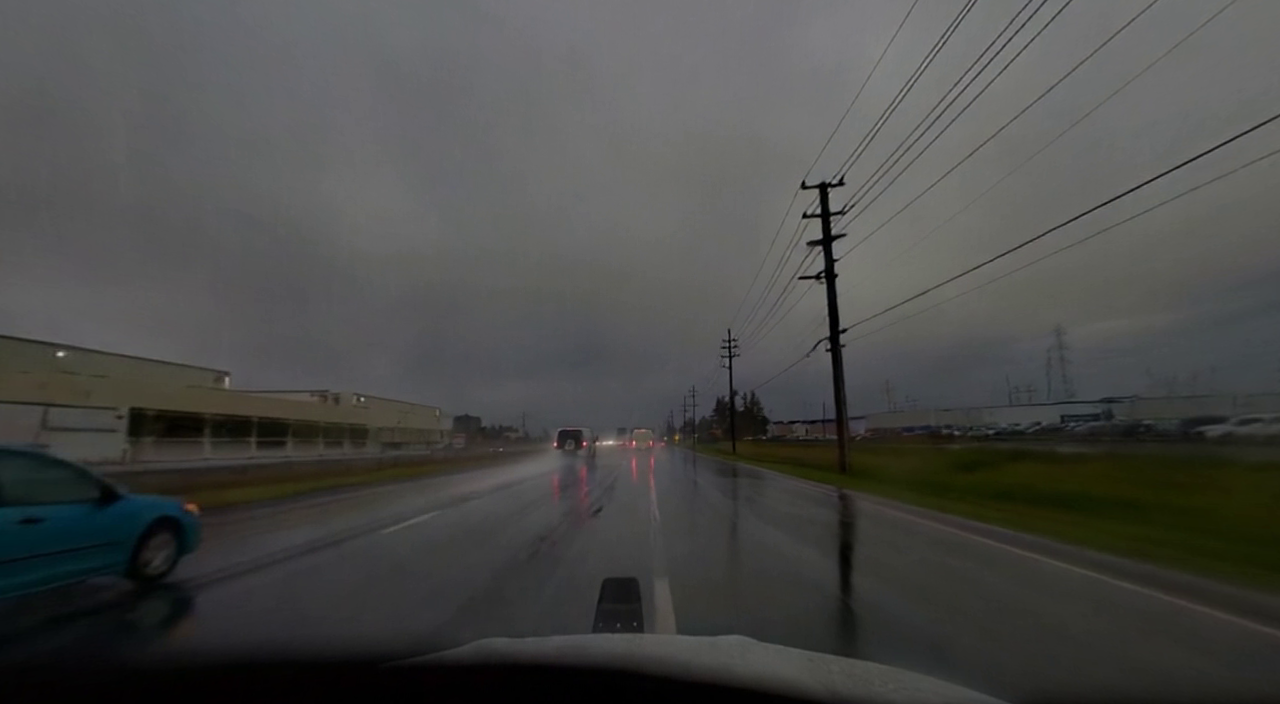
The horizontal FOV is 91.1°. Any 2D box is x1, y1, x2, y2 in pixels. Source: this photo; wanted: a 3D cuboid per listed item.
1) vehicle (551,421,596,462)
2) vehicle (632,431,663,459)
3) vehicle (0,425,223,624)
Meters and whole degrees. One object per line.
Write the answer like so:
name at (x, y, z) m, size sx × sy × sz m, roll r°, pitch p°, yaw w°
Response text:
vehicle at (-4.659, 6.377, 45.163) m, size 2.437 × 2.677 × 6.858 m, roll 0°, pitch -8°, yaw 0°
vehicle at (0.518, 7.000, 47.527) m, size 2.213 × 1.997 × 4.456 m, roll 0°, pitch -8°, yaw -1°
vehicle at (-5.811, 1.281, 4.622) m, size 2.087 × 1.464 × 4.853 m, roll 0°, pitch -8°, yaw 1°
